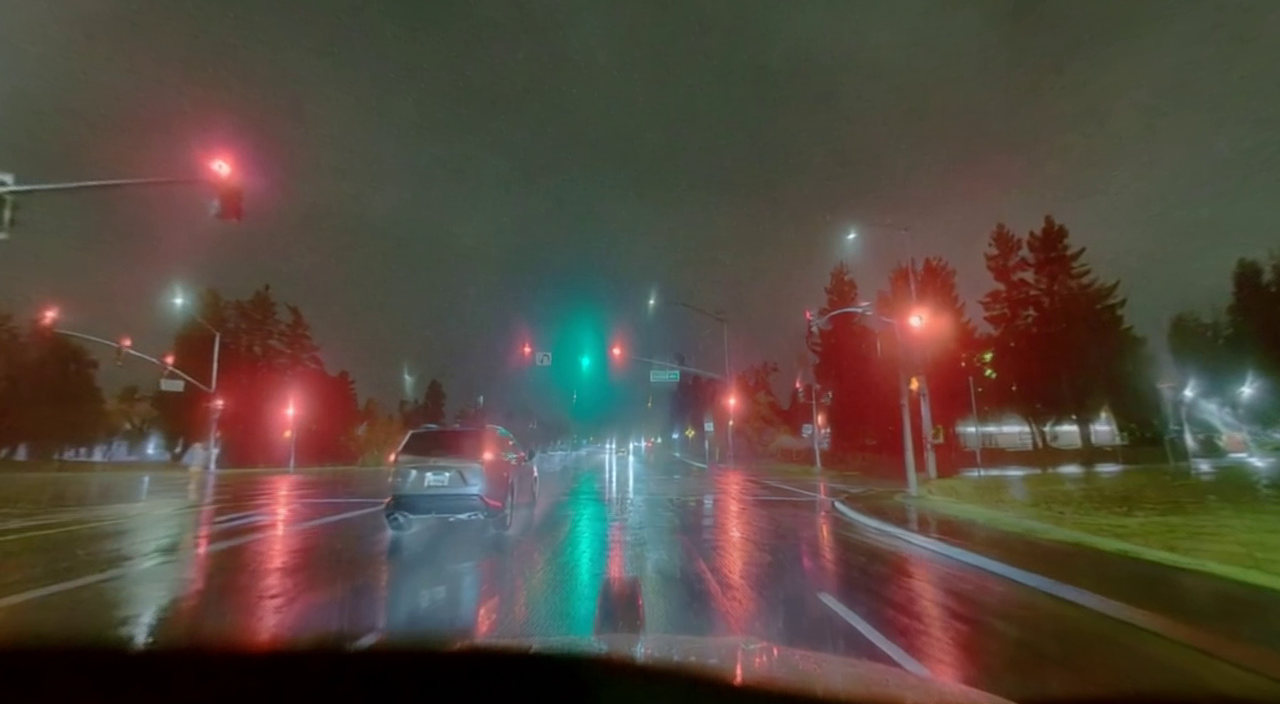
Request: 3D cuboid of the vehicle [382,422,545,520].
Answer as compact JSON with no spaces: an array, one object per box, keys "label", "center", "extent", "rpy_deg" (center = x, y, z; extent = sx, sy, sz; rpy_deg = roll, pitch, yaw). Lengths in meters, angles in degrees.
[{"label":"vehicle","center":[-3.254,2.305,12.754],"extent":[2.076,1.599,4.483],"rpy_deg":[0,-9,-1]}]
